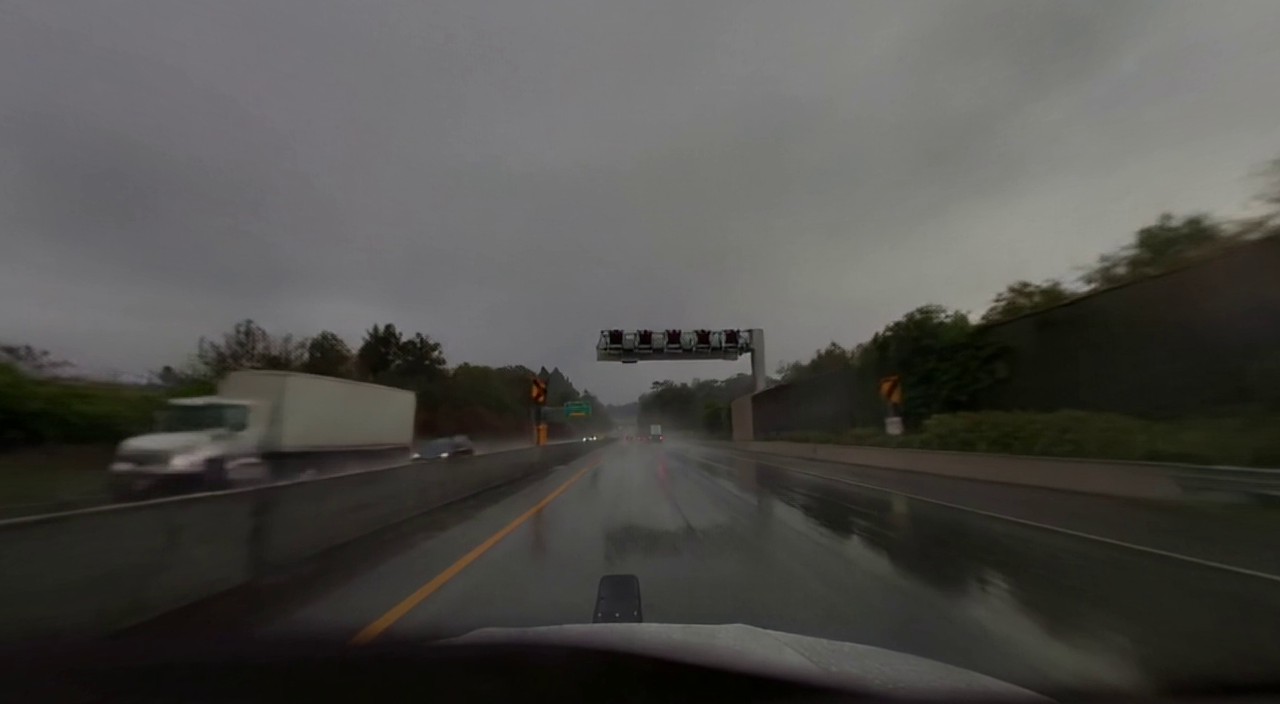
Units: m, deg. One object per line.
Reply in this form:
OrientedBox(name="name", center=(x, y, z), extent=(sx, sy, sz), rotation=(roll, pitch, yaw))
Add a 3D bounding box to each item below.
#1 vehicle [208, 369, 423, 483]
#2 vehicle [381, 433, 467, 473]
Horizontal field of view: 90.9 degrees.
OrientedBox(name="vehicle", center=(-13.751, 3.504, 29.037), extent=(2.894, 4.003, 13.740), rotation=(0, -8, -1))
OrientedBox(name="vehicle", center=(-9.030, 4.239, 26.814), extent=(2.060, 1.566, 4.681), rotation=(0, -8, -1))
